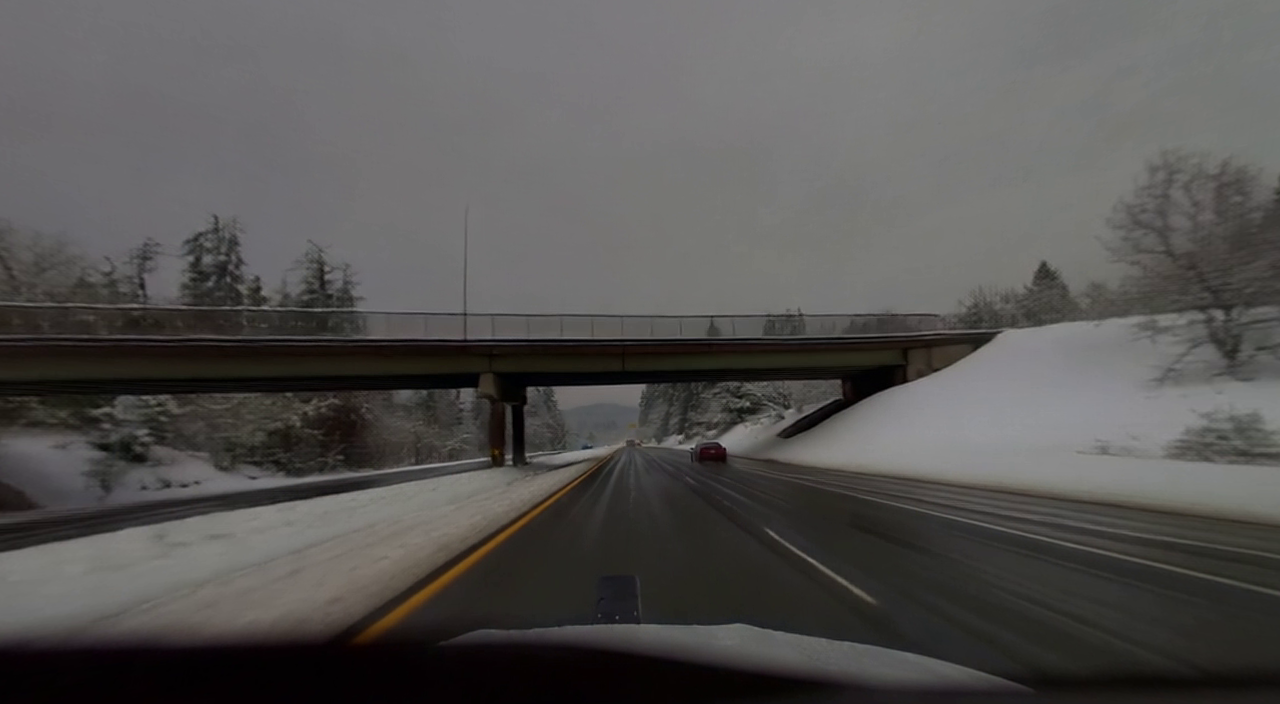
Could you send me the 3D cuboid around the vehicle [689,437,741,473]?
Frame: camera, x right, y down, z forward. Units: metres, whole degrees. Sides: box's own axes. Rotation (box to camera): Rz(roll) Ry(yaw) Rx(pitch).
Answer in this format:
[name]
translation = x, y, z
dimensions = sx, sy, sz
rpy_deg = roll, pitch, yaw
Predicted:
[vehicle]
translation = 3.264, 4.545, 27.965
dimensions = 1.781, 1.470, 3.540
rpy_deg = 0, -8, -2
